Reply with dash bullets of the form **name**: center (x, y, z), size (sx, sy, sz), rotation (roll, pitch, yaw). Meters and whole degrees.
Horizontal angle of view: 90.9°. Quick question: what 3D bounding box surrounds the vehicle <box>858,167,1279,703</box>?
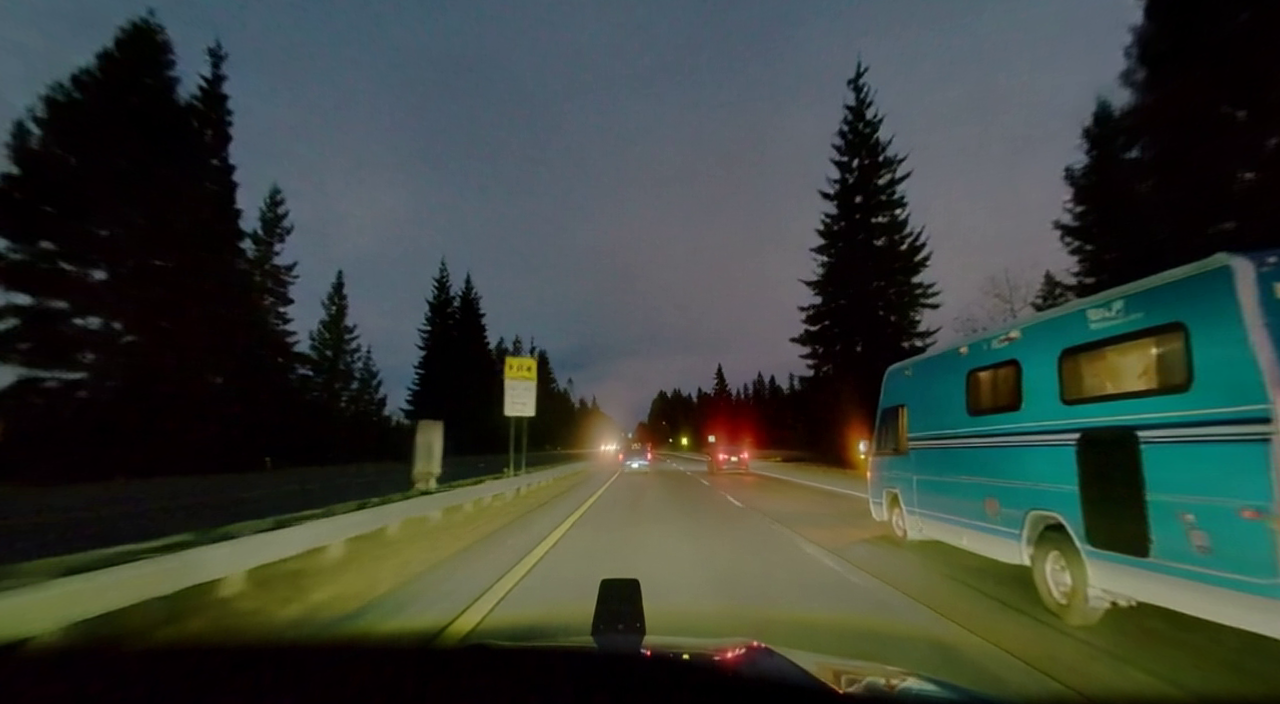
- **vehicle**: center (4.719, 0.894, 6.010), size (2.745, 2.832, 7.035), rotation (1, -9, 0)

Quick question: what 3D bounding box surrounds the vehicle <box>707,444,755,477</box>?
- **vehicle**: center (4.277, 5.174, 30.105), size (1.757, 1.459, 3.398), rotation (0, -9, -1)

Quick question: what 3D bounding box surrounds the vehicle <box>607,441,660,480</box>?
- **vehicle**: center (-0.259, 4.688, 27.399), size (2.120, 1.575, 4.018), rotation (0, -9, 0)
